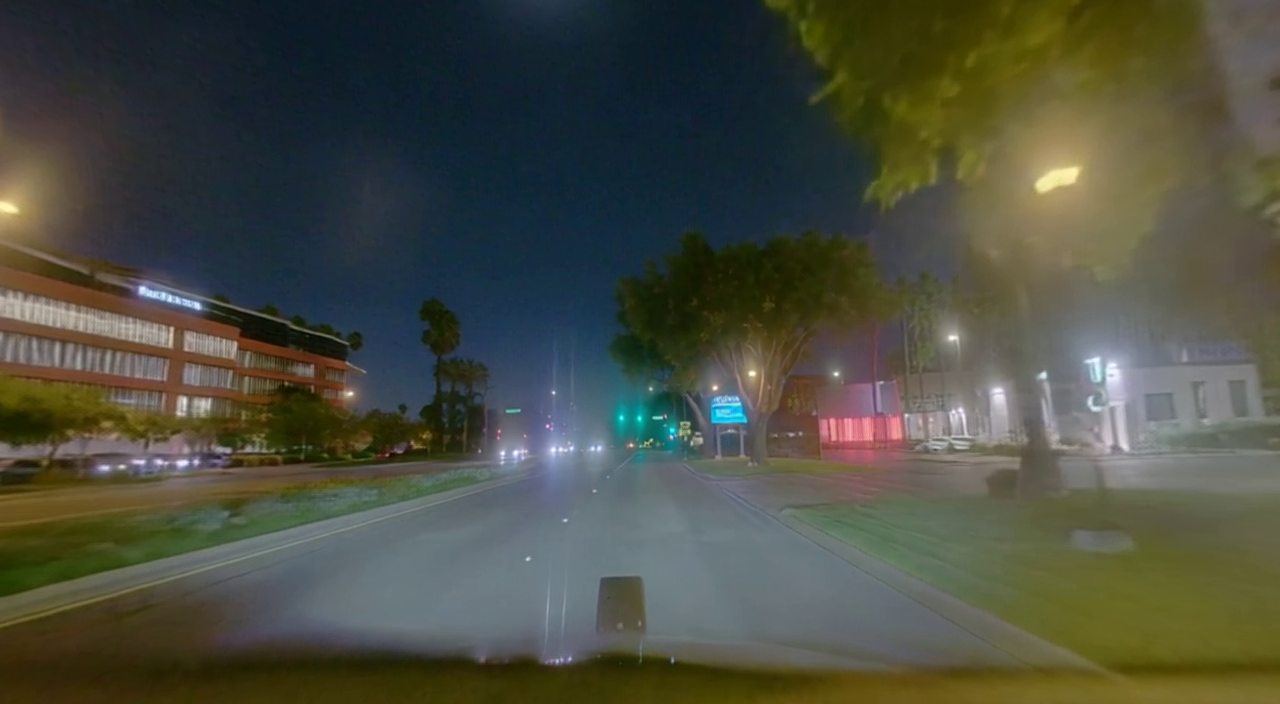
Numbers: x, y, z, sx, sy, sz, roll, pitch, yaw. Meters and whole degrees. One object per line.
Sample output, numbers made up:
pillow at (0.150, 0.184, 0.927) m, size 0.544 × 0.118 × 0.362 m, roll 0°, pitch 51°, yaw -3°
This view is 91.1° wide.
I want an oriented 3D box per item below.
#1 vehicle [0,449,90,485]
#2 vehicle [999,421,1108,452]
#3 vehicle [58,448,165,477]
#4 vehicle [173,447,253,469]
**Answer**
vehicle at (-29.601, 5.565, 30.231) m, size 4.463 × 1.497 × 1.889 m, roll -4°, pitch -9°, yaw 0°
vehicle at (25.157, 5.150, 38.317) m, size 5.117 × 1.813 × 2.052 m, roll 0°, pitch -8°, yaw 0°
vehicle at (-29.901, 6.258, 35.598) m, size 4.310 × 1.533 × 1.917 m, roll 0°, pitch -8°, yaw 1°
vehicle at (-29.735, 7.378, 43.778) m, size 4.133 × 1.501 × 1.876 m, roll 0°, pitch -8°, yaw 0°
